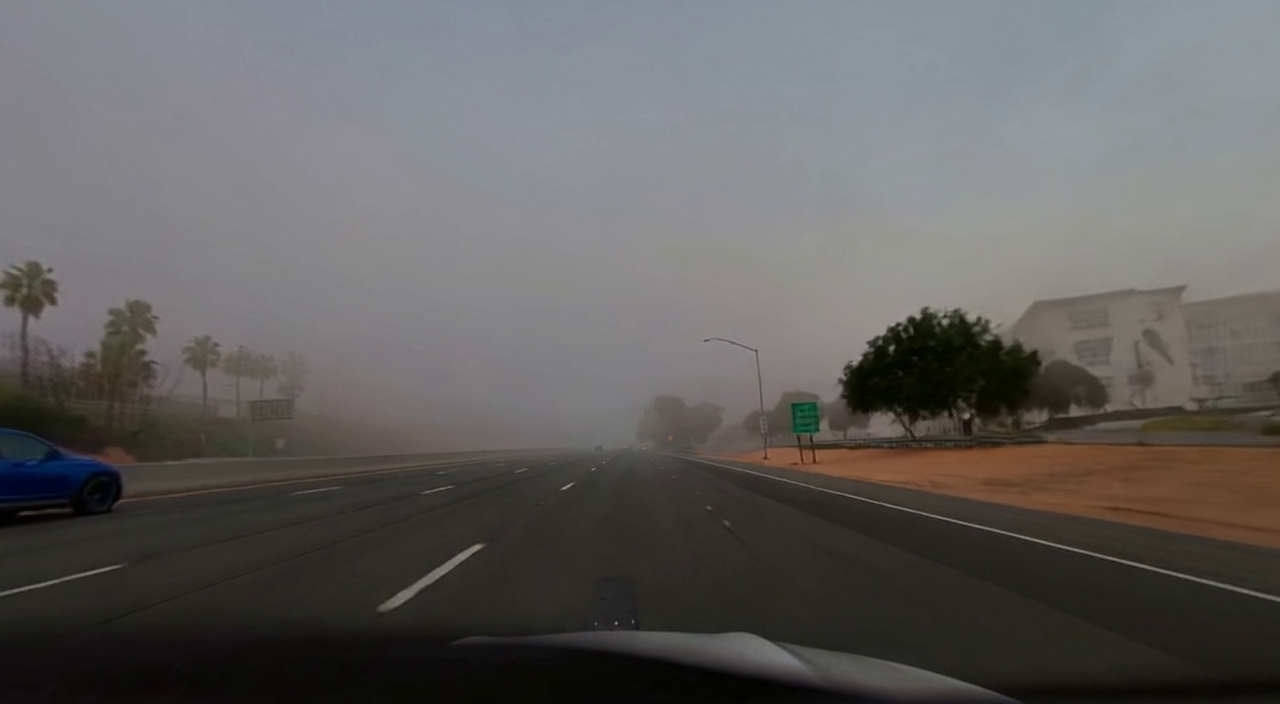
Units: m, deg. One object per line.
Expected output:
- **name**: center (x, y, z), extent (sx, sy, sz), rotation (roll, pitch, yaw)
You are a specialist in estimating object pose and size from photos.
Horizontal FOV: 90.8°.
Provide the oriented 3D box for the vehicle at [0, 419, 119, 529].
- **vehicle**: center (-11.340, 1.965, 10.153), extent (2.016, 1.754, 4.543), rotation (0, -8, 0)
